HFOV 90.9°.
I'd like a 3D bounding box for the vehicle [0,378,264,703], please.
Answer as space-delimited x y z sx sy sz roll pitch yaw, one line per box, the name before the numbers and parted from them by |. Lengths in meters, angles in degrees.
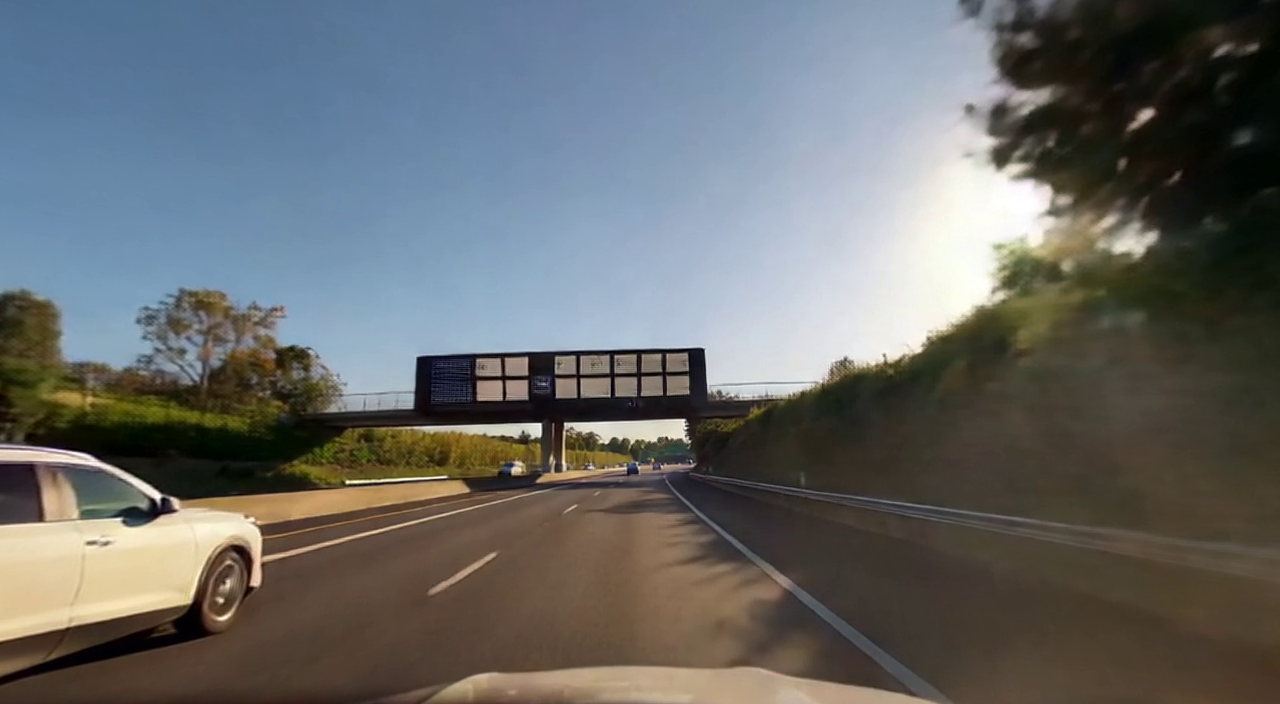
vehicle | -4.076 0.895 2.566 2.141 1.697 4.641 1 -11 0
